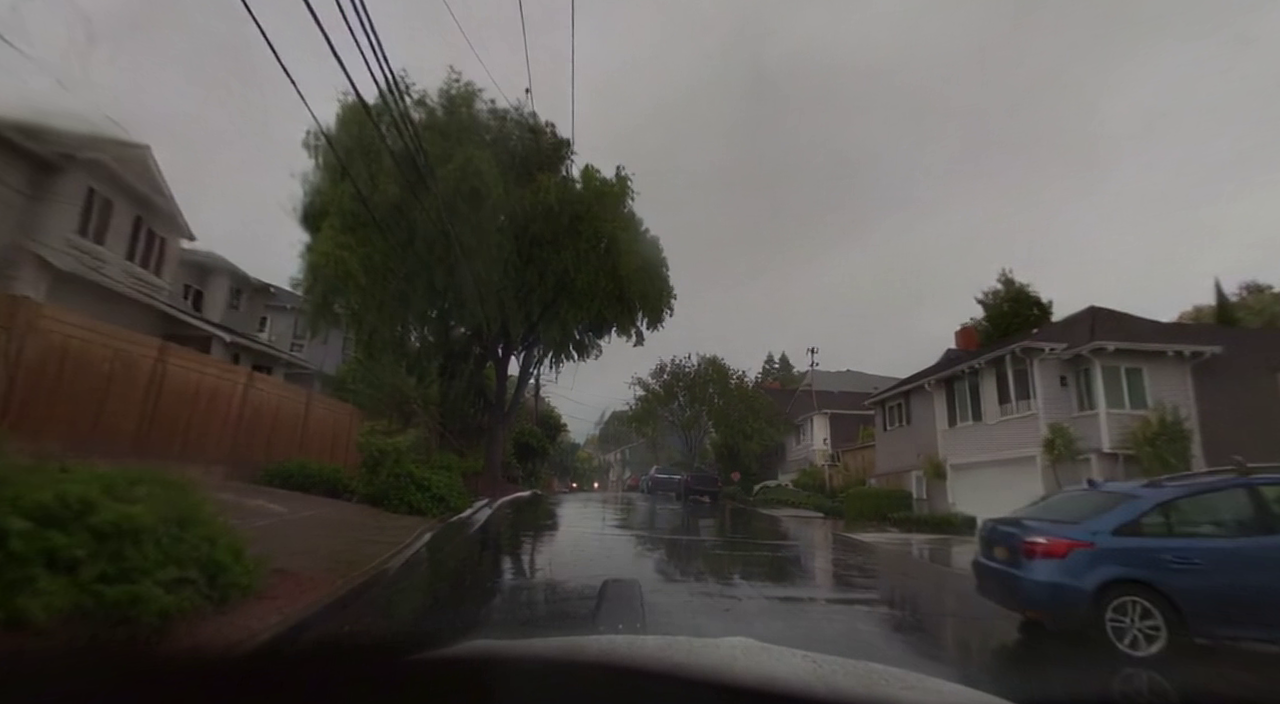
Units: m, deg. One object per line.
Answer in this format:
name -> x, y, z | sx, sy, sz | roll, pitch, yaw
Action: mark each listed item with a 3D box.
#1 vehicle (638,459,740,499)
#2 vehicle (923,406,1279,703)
vehicle -> 2.222, 5.881, 29.487 | 4.413, 1.728, 1.869 | 1, -9, -10
vehicle -> 4.989, 1.610, 4.980 | 4.501, 1.678, 2.078 | 7, -9, -1
